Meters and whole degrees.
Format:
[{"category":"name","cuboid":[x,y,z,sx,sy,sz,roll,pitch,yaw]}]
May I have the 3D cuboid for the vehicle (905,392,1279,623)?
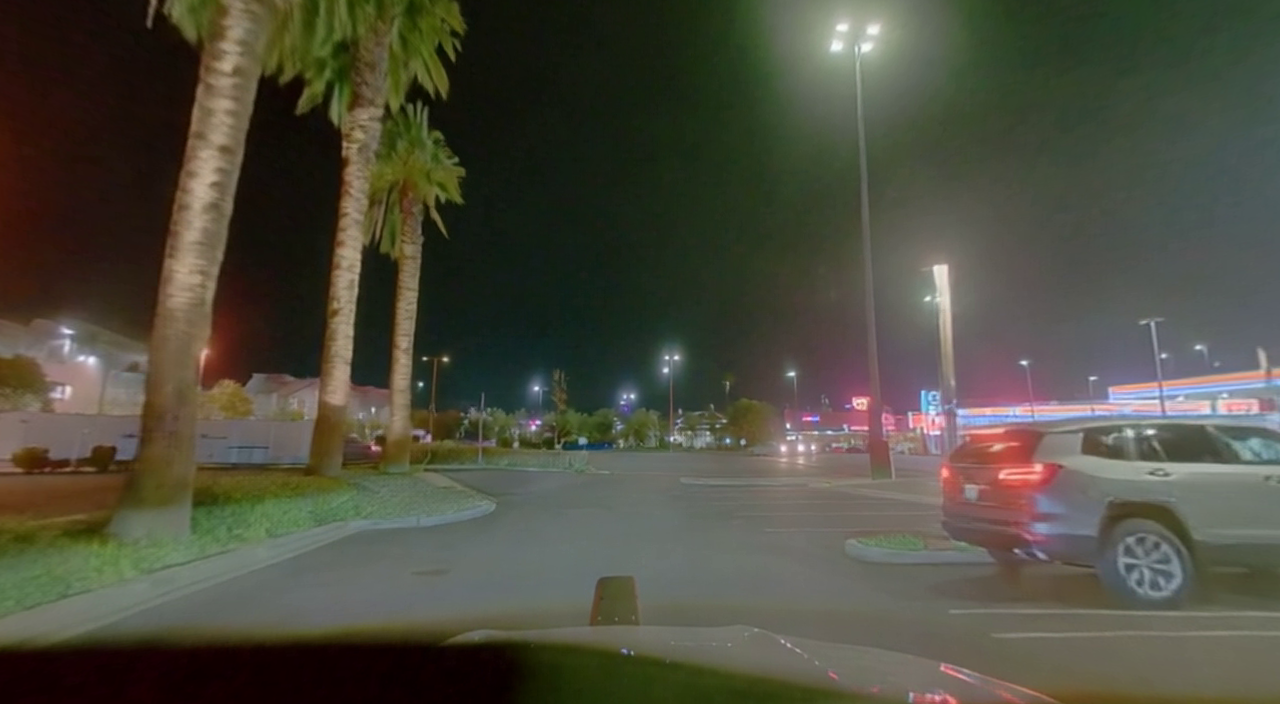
[{"category":"vehicle","cuboid":[5.432,1.416,6.315,4.560,1.818,2.148,1,-8,-4]}]
